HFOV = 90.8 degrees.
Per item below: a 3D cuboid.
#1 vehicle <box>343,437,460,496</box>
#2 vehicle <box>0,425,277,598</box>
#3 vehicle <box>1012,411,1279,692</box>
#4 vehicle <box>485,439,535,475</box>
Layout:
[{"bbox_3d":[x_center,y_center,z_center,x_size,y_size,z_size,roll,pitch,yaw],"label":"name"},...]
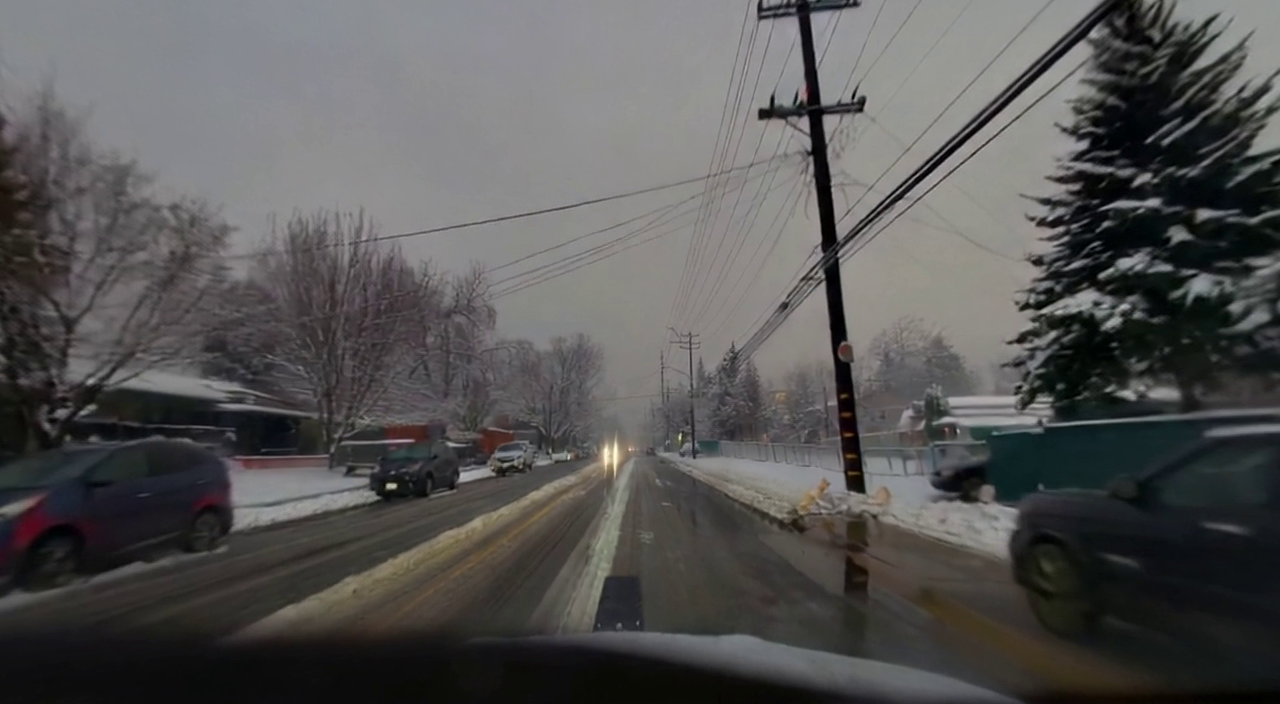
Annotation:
[{"bbox_3d":[-7.714,3.733,21.001,2.019,1.723,4.650,0,-9,1],"label":"vehicle"},{"bbox_3d":[-6.843,1.792,7.870,1.934,1.552,4.636,2,-10,-2],"label":"vehicle"},{"bbox_3d":[4.520,1.126,3.640,2.052,1.514,4.577,0,-9,1],"label":"vehicle"},{"bbox_3d":[-6.843,5.603,33.642,1.932,1.743,4.079,-2,-9,-2],"label":"vehicle"}]
